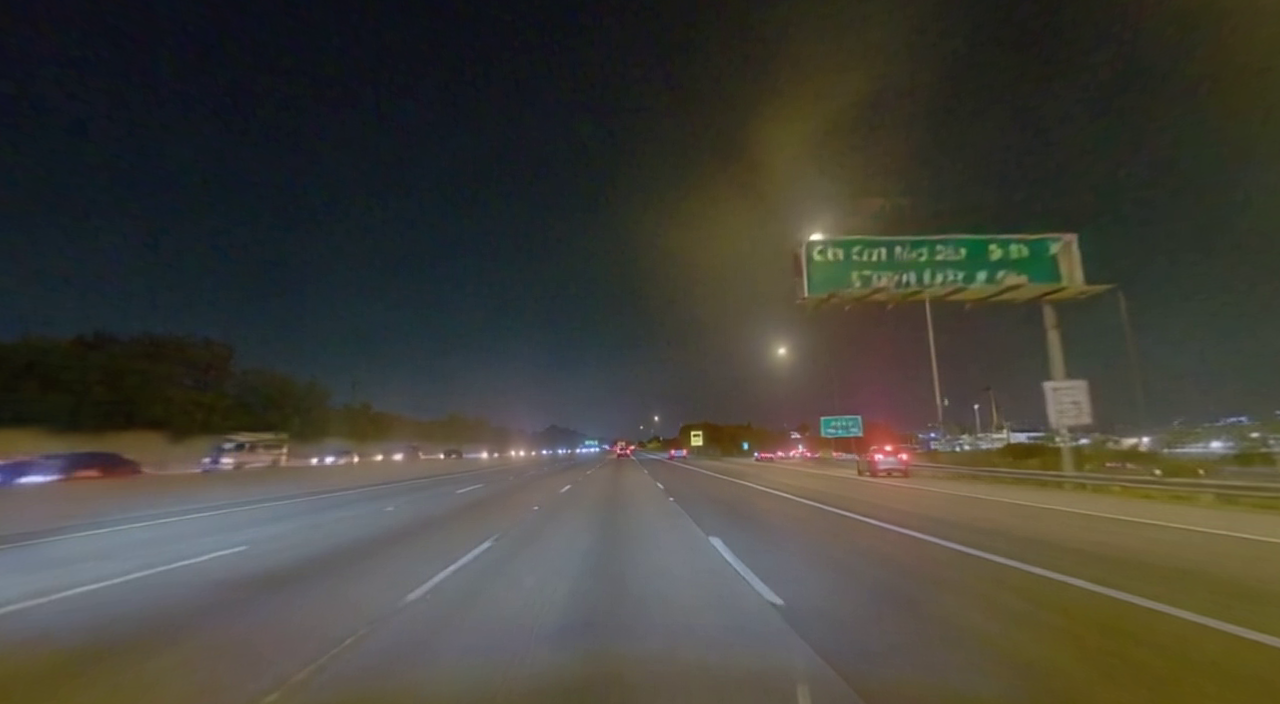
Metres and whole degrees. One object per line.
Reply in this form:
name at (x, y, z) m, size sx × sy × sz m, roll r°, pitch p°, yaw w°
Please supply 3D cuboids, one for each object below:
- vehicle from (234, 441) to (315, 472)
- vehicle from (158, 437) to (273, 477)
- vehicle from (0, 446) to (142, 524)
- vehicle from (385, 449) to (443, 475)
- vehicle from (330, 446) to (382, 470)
vehicle at (-23.574, 6.747, 41.063) m, size 2.336 × 1.904 × 5.050 m, roll 0°, pitch -9°, yaw -2°
vehicle at (-23.319, 5.769, 35.098) m, size 2.290 × 1.994 × 6.114 m, roll 0°, pitch -9°, yaw -2°
vehicle at (-12.972, 2.645, 12.831) m, size 1.969 × 1.441 × 4.622 m, roll 0°, pitch -9°, yaw -1°
vehicle at (-13.406, 6.533, 37.724) m, size 1.881 × 1.427 × 4.211 m, roll 0°, pitch -9°, yaw 0°
vehicle at (-20.437, 7.607, 45.643) m, size 1.936 × 1.607 × 4.160 m, roll 0°, pitch -9°, yaw -2°
